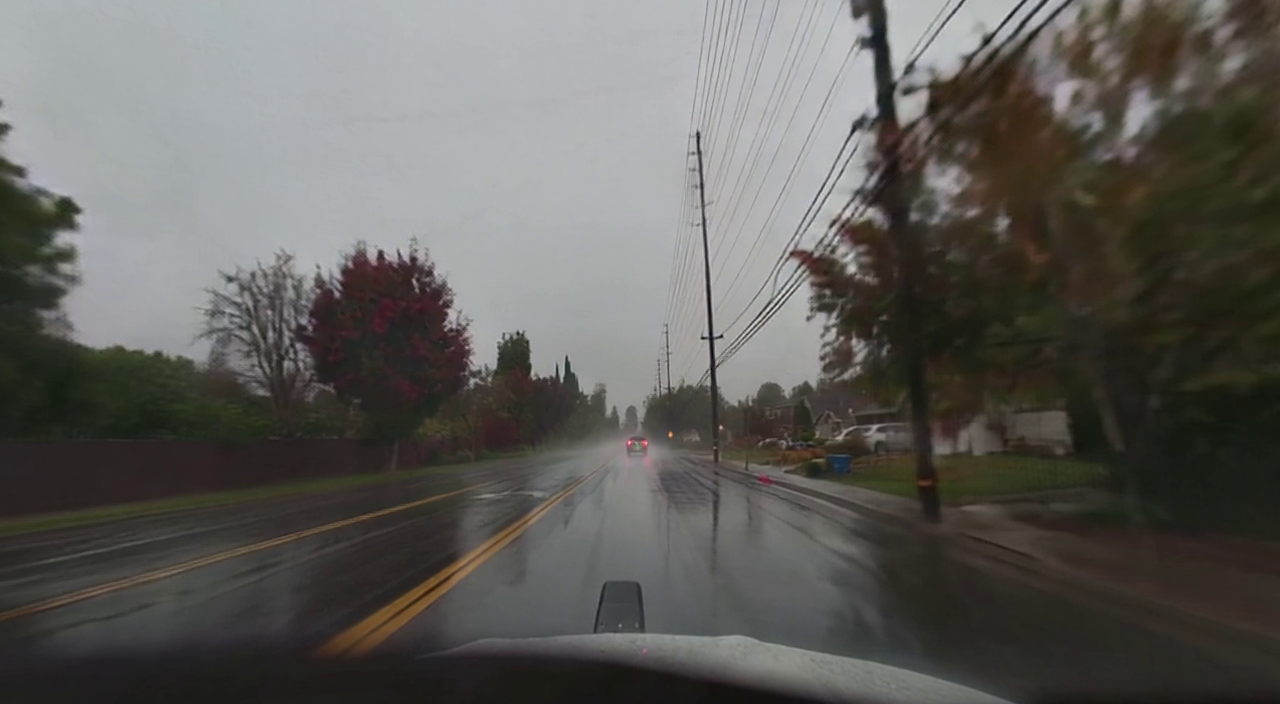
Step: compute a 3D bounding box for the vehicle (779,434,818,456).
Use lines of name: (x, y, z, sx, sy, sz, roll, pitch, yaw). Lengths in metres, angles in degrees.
vehicle: (12.112, 7.140, 48.271, 1.846, 1.523, 4.492, 0, -8, 1)

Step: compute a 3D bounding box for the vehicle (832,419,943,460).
vehicle: (12.900, 4.615, 33.061, 4.905, 2.056, 2.058, 0, -9, 0)
